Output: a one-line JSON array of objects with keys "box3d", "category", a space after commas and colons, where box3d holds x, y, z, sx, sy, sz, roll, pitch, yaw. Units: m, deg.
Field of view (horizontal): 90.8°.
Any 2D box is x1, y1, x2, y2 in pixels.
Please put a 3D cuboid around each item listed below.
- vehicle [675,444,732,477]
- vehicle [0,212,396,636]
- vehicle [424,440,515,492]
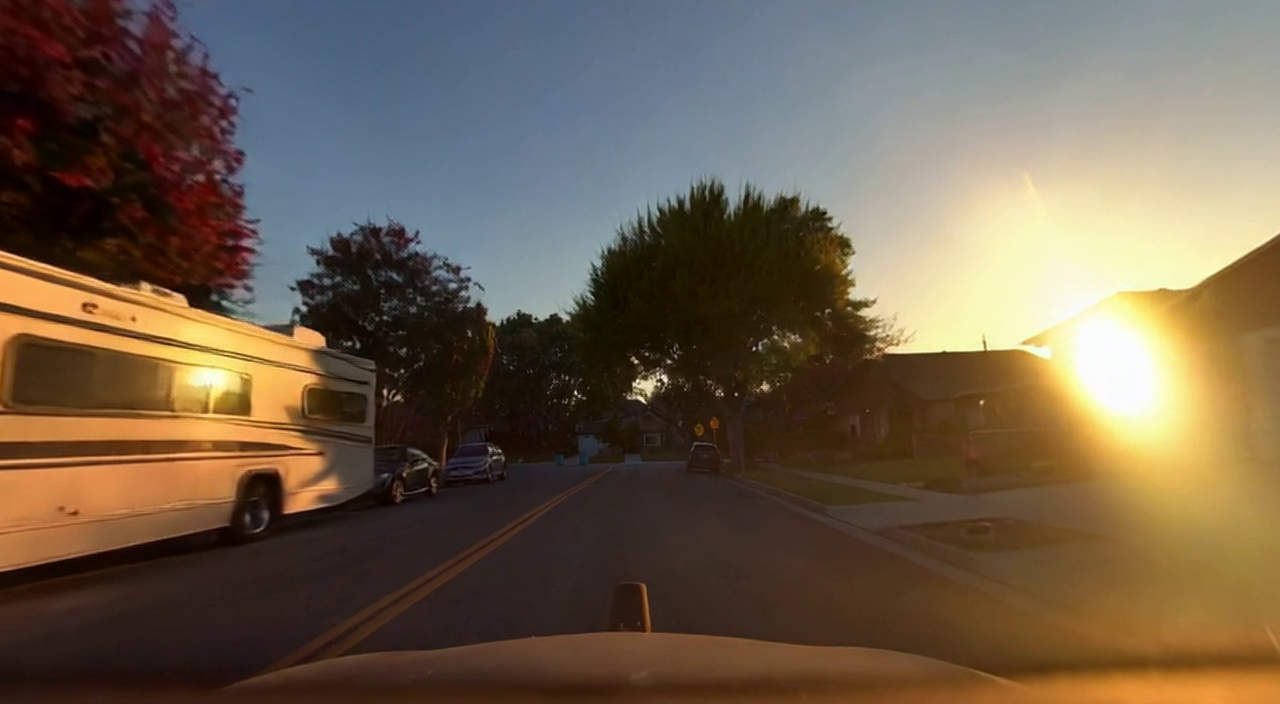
[{"box3d": [3.008, 5.259, 30.935, 2.167, 1.479, 4.597, 0, -8, -2], "category": "vehicle"}, {"box3d": [-6.832, 0.956, 7.428, 3.103, 3.479, 11.801, -1, -9, 1], "category": "vehicle"}, {"box3d": [-6.905, 4.629, 26.268, 2.225, 1.817, 5.731, -3, -8, 0], "category": "vehicle"}]
